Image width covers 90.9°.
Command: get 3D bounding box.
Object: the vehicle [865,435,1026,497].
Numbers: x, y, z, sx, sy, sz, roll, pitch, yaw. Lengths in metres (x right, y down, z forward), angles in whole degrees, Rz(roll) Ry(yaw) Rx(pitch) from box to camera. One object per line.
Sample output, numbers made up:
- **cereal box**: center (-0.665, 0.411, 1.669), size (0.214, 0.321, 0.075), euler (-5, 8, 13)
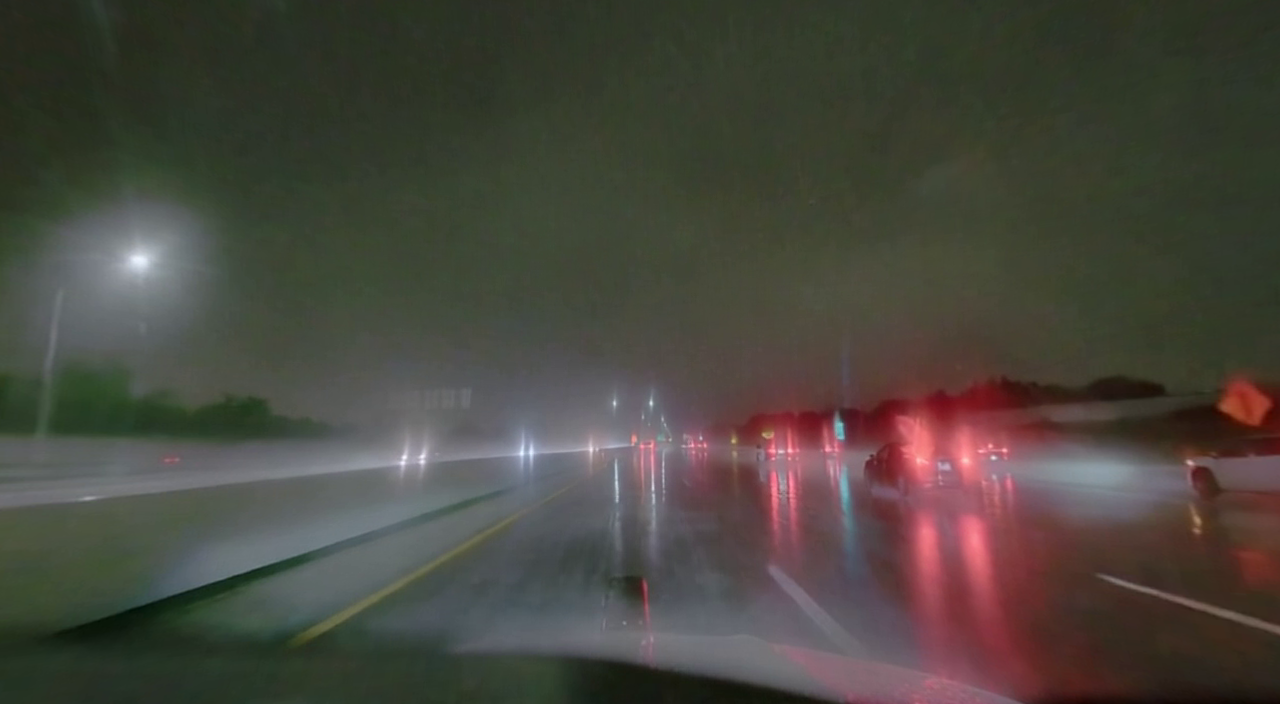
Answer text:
- **vehicle**: center (8.429, 3.177, 18.048), size (2.093, 1.525, 4.865), euler (0, -8, -1)
